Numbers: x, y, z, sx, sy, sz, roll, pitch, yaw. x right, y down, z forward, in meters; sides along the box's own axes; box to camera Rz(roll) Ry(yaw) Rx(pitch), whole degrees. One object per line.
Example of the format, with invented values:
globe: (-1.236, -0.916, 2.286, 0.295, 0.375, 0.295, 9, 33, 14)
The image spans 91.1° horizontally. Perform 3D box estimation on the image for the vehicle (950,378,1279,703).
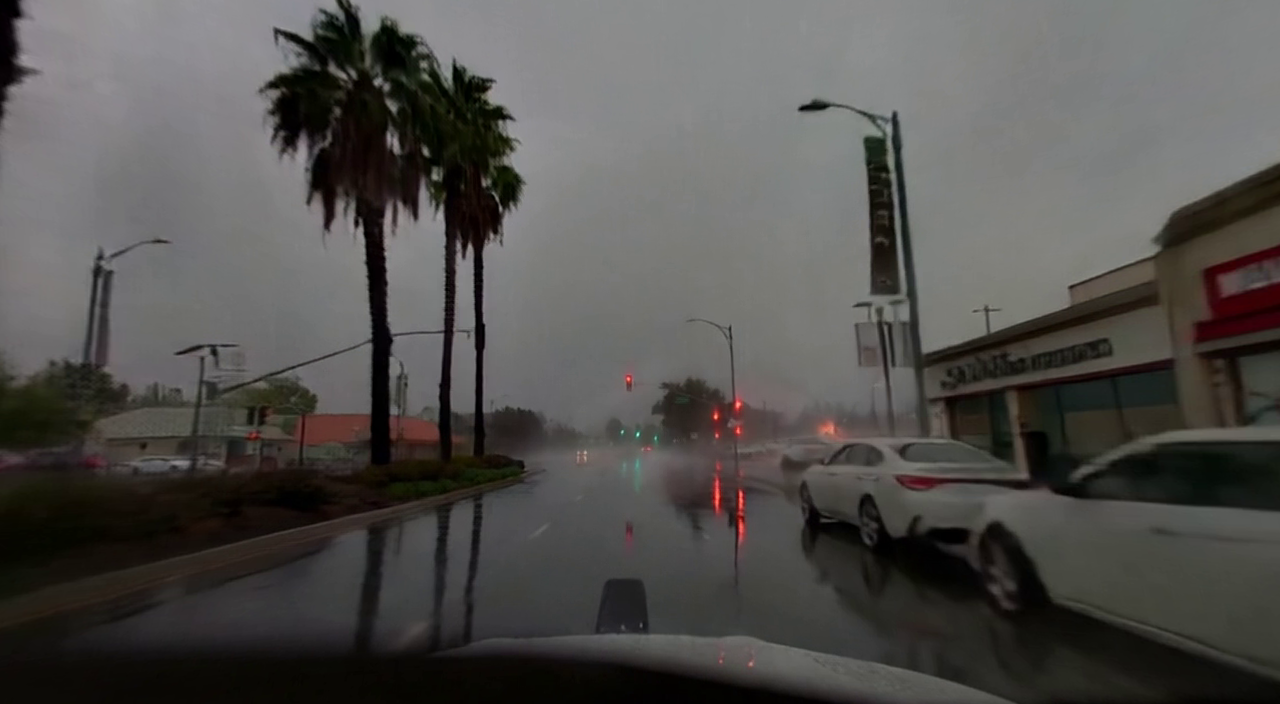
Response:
vehicle: (4.027, 1.056, 3.481, 2.089, 1.652, 4.668, 1, -9, -2)

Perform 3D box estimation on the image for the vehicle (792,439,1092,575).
vehicle: (4.031, 2.093, 9.535, 2.047, 1.491, 4.634, 1, -7, -3)
